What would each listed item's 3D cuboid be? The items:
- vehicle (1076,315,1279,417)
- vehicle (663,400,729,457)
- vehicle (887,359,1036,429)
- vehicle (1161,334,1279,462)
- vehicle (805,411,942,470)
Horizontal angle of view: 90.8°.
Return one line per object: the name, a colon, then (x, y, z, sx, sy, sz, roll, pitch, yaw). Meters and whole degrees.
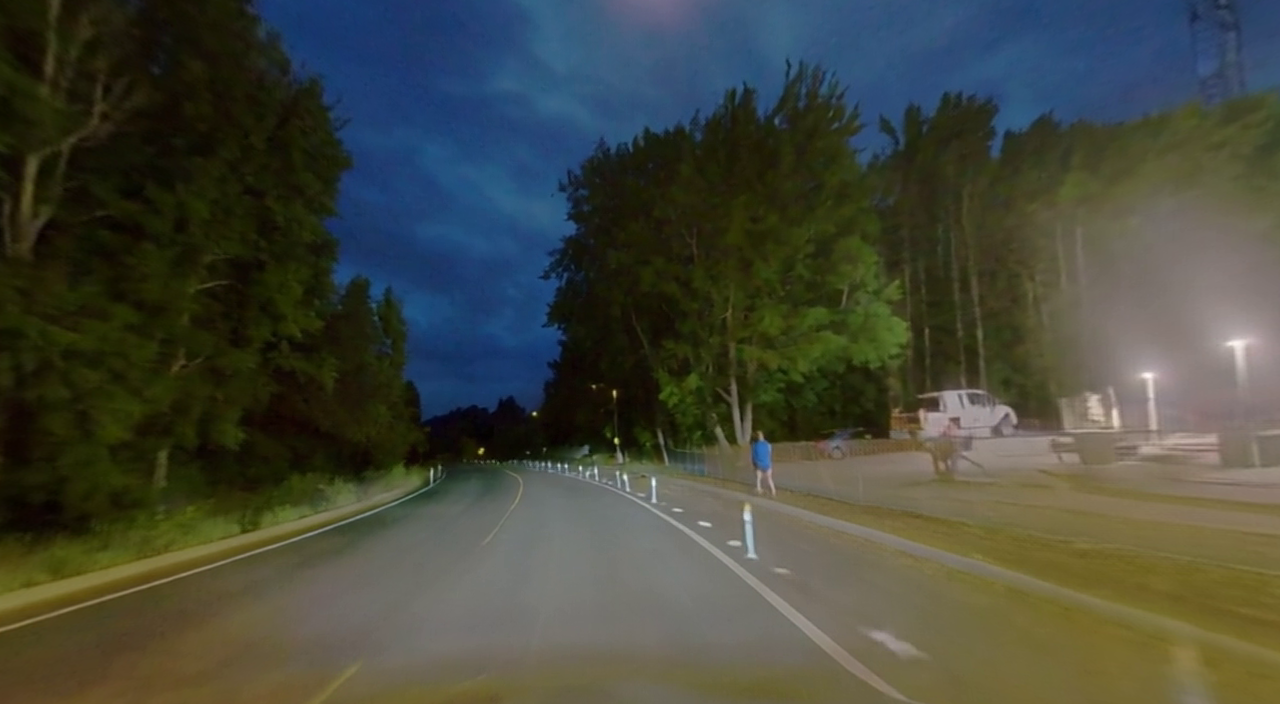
vehicle: (11.862, 0.320, 13.337, 3.916, 1.765, 1.785, -3, -9, -4)
vehicle: (3.841, 5.717, 46.114, 2.984, 3.691, 10.409, 0, -9, -5)
vehicle: (10.691, 1.472, 21.069, 4.180, 1.880, 2.028, 6, -8, -17)
vehicle: (9.762, 0.745, 8.719, 3.674, 1.559, 1.775, 3, -10, -6)
vehicle: (9.693, 3.678, 26.302, 5.021, 1.930, 2.119, -2, -9, -22)
